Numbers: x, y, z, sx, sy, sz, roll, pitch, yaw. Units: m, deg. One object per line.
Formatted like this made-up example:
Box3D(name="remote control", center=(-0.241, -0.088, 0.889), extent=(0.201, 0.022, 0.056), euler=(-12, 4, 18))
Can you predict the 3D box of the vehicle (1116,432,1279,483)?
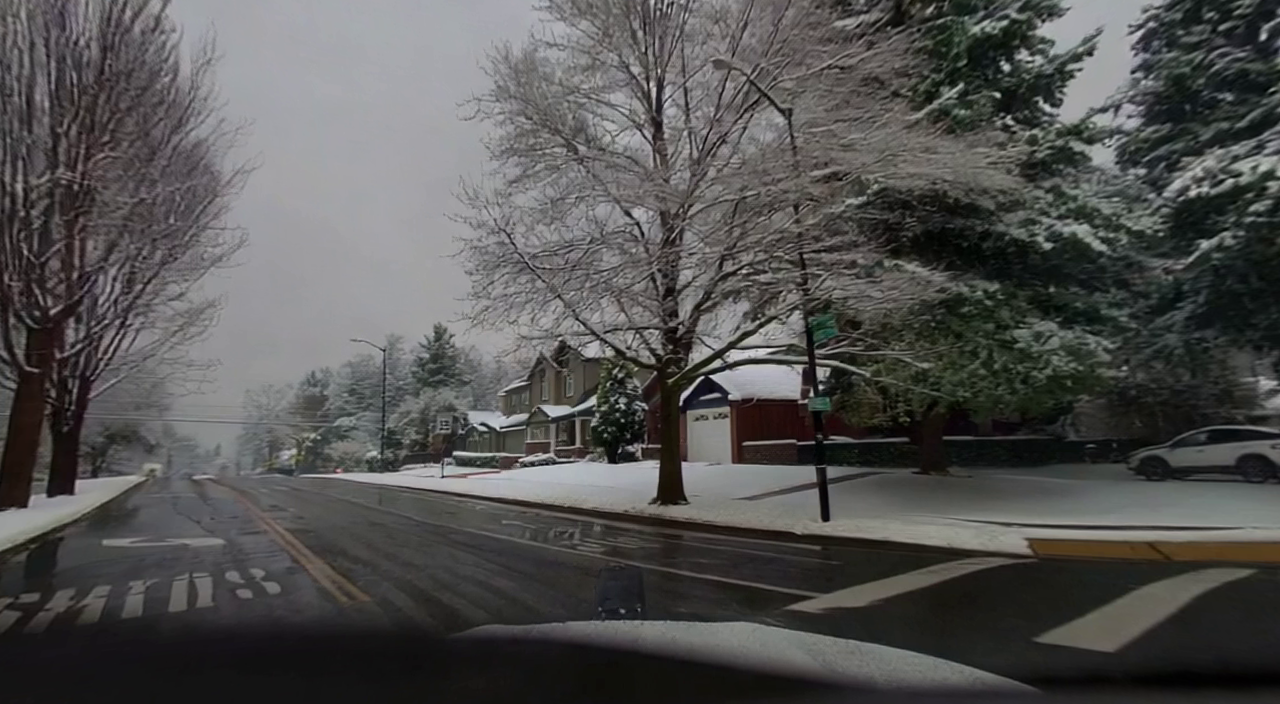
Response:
Box3D(name="vehicle", center=(18.672, 3.360, 20.338), extent=(1.835, 1.491, 4.866), euler=(5, -10, -32))
